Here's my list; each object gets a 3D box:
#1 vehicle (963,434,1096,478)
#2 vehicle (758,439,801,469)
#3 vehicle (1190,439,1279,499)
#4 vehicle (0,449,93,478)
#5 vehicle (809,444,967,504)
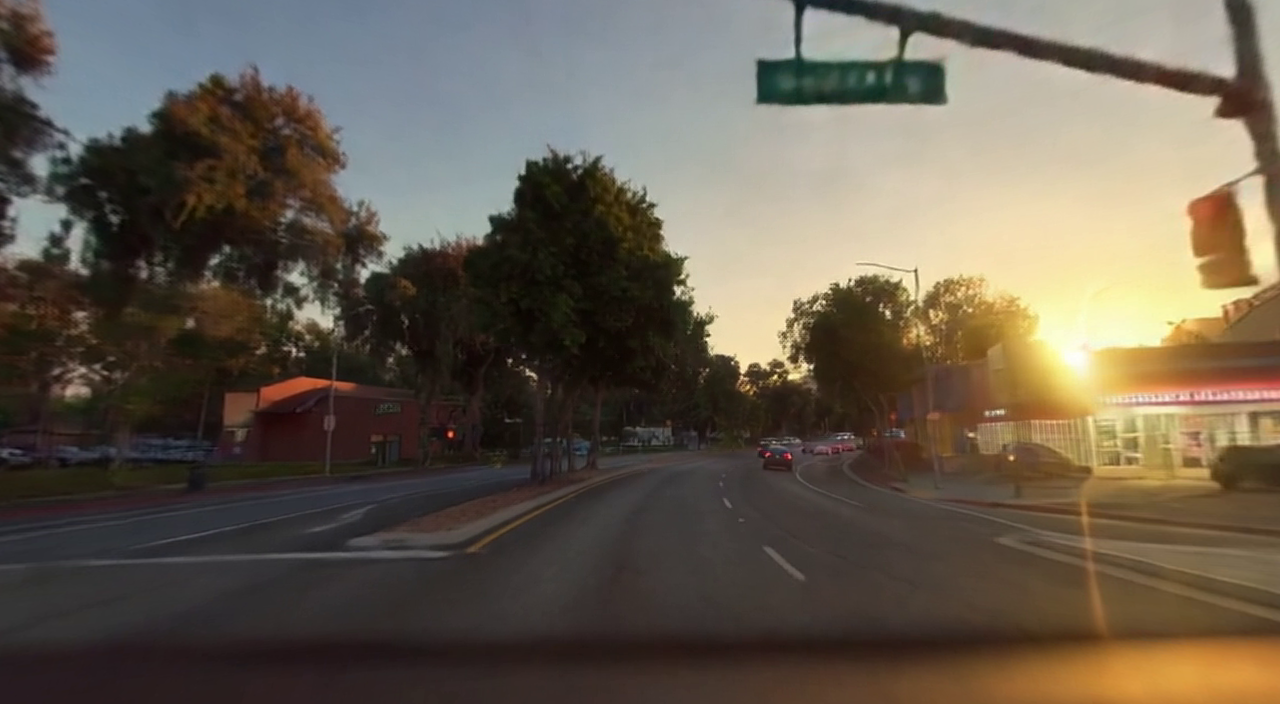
[{"bbox_3d":[17.467,4.670,28.561,4.557,1.825,2.350,-2,-9,14],"label":"vehicle"},{"bbox_3d":[8.628,6.220,38.696,2.311,1.715,4.287,-2,-9,16],"label":"vehicle"},{"bbox_3d":[18.498,3.403,18.658,4.135,1.580,1.908,5,-10,-29],"label":"vehicle"},{"bbox_3d":[-37.835,7.021,40.035,2.143,1.624,4.728,2,-8,-5],"label":"vehicle"},{"bbox_3d":[6.862,3.380,18.067,1.938,1.466,4.434,2,-9,-14],"label":"vehicle"}]
